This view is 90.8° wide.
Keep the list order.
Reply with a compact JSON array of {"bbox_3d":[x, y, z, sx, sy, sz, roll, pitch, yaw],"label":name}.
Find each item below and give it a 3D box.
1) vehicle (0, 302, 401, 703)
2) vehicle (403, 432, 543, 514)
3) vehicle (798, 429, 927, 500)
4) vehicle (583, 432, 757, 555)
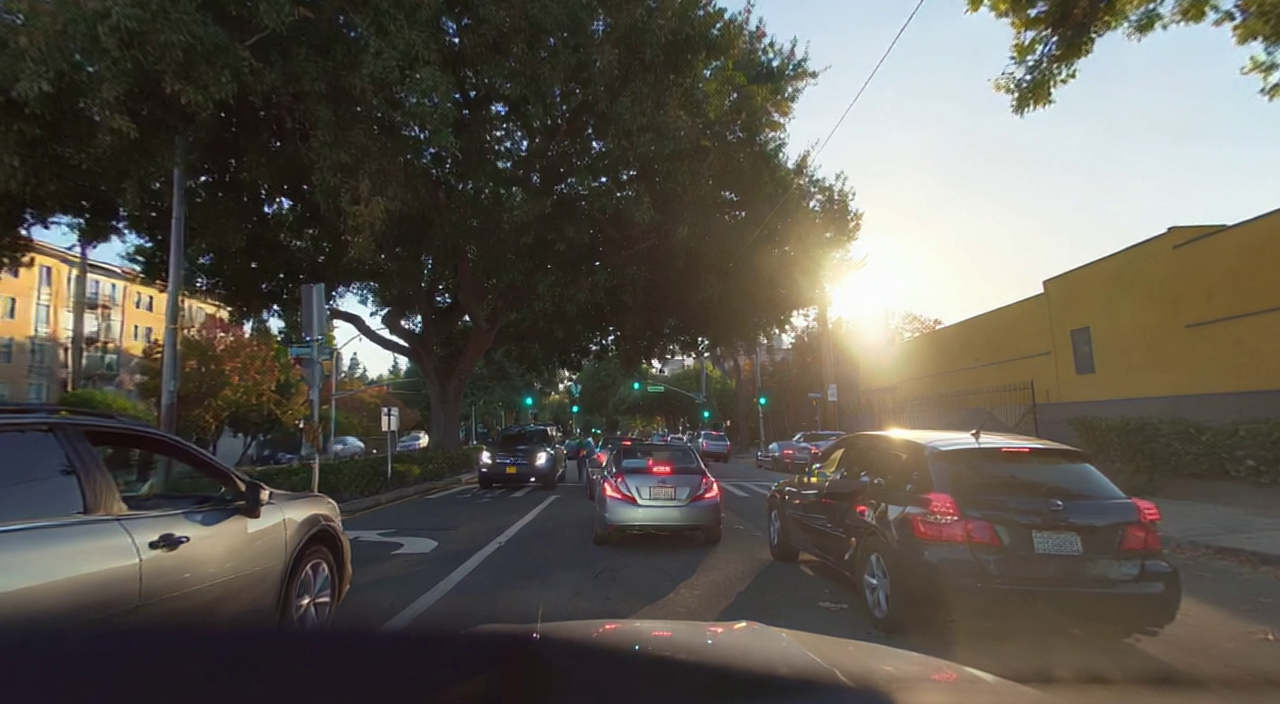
[{"bbox_3d":[-3.268,0.929,3.394,2.152,1.802,4.628,0,-9,0],"label":"vehicle"},{"bbox_3d":[-3.501,2.622,14.231,1.901,1.522,4.556,0,-9,0],"label":"vehicle"},{"bbox_3d":[6.347,3.248,18.697,2.025,1.808,4.579,0,-9,-2],"label":"vehicle"},{"bbox_3d":[0.269,1.992,9.580,2.095,1.438,3.843,0,-9,-3],"label":"vehicle"}]
